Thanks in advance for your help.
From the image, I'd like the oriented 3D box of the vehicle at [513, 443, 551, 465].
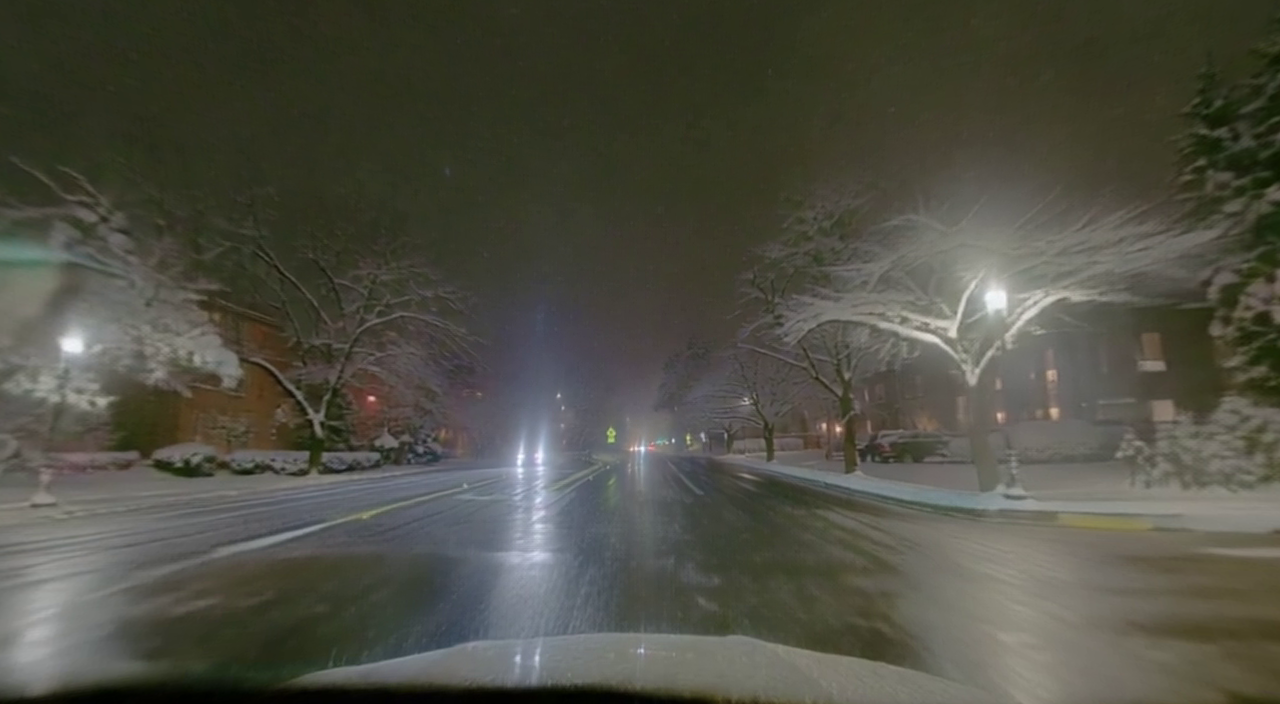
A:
[{"bbox_3d":[-8.094,7.637,47.457,2.044,1.548,4.284,0,-8,1],"label":"vehicle"}]
